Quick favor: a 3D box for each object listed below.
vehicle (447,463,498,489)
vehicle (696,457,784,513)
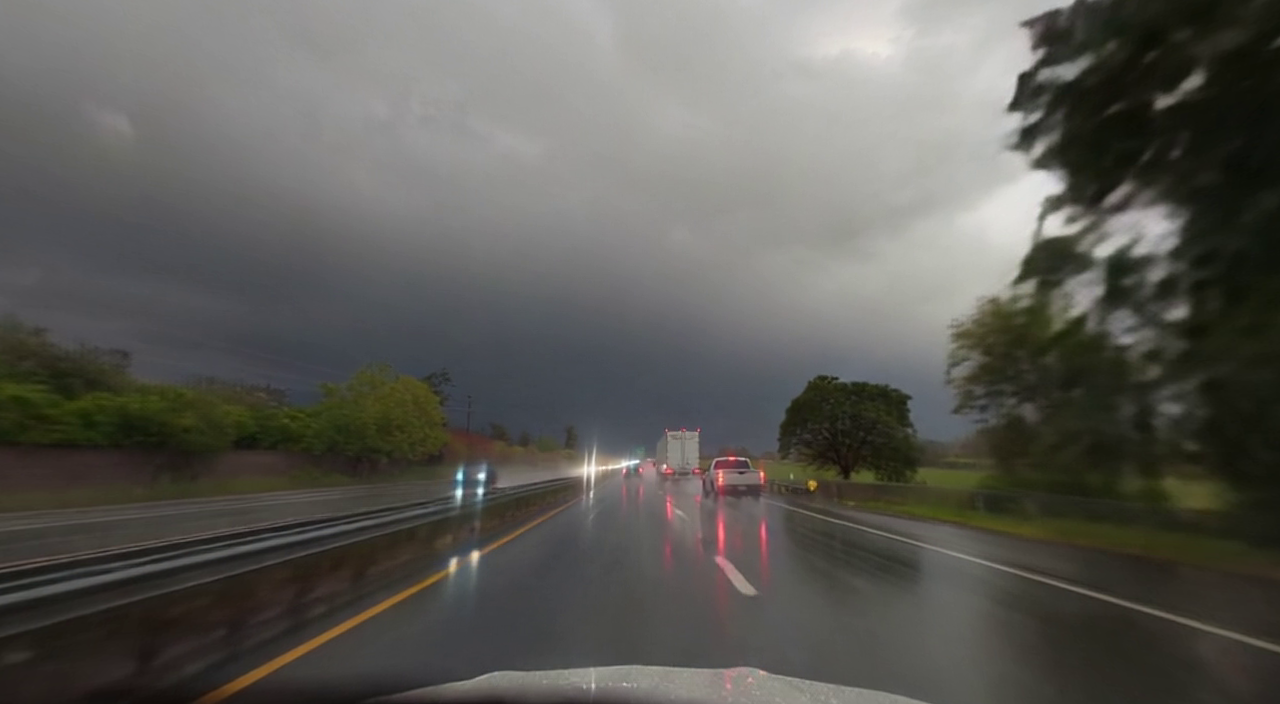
[{"bbox_3d":[-10.333,7.685,39.088,2.015,1.457,3.979,1,-10,0],"label":"vehicle"},{"bbox_3d":[3.248,4.460,21.435,2.124,1.662,4.641,1,-10,-1],"label":"vehicle"}]
